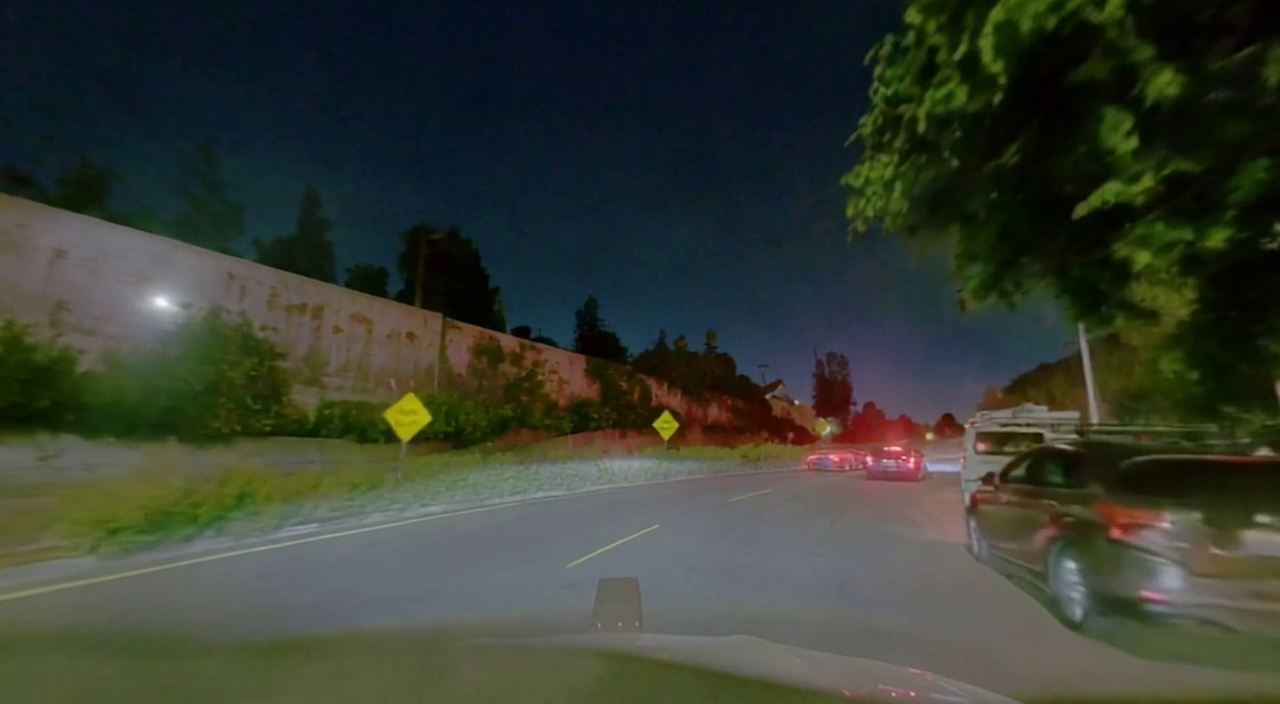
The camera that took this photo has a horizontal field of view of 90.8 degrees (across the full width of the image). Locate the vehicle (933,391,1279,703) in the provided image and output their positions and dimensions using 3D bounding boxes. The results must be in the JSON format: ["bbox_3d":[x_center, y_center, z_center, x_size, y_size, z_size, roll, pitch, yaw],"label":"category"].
[{"bbox_3d":[4.144,1.330,5.231,2.195,1.605,5.134,-2,-9,15],"label":"vehicle"}]
